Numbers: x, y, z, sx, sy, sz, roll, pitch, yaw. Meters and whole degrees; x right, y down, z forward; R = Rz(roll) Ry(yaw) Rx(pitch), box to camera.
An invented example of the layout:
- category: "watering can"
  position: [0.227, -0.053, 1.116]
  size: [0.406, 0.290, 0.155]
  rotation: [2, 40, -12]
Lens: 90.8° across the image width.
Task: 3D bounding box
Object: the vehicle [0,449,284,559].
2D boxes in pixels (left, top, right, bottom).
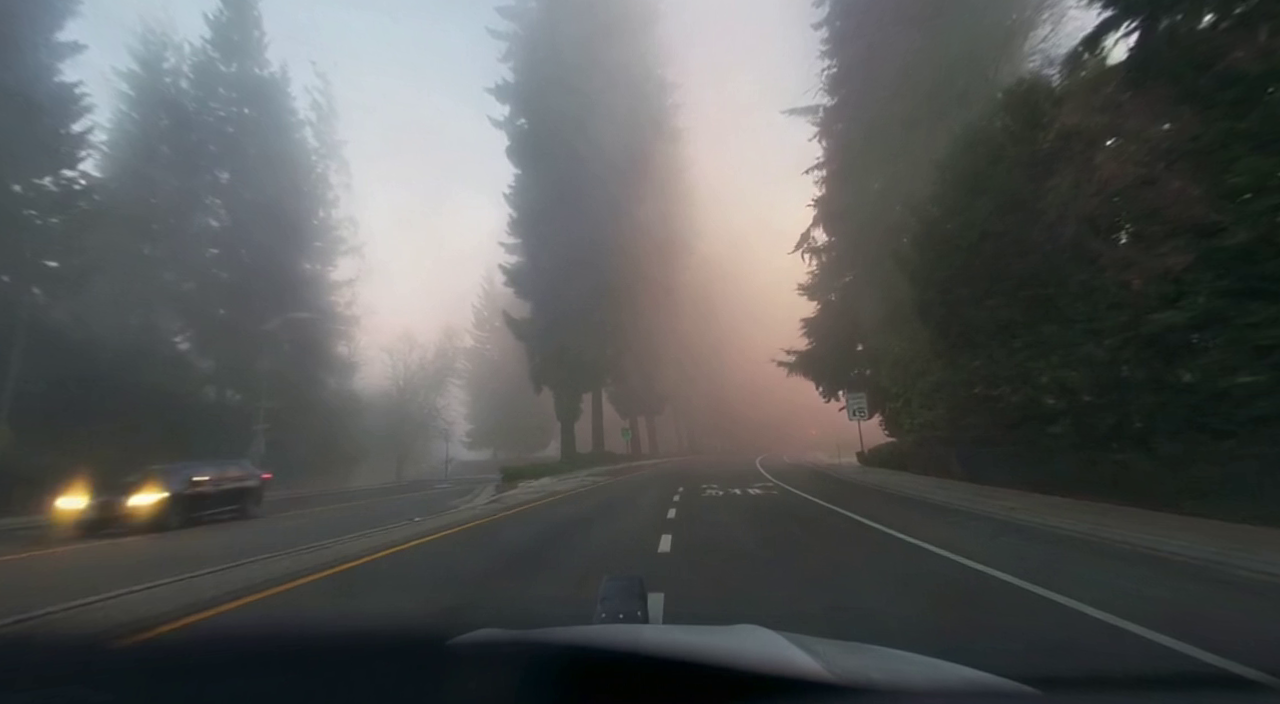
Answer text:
- category: "vehicle"
  position: [-9.162, 2.666, 11.925]
  size: [1.995, 1.639, 4.313]
  rotation: [-1, -9, 7]

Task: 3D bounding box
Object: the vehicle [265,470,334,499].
- category: "vehicle"
  position: [-23.829, 9.272, 44.397]
  size: [1.911, 1.583, 4.279]
  rotation: [-8, -10, 12]
